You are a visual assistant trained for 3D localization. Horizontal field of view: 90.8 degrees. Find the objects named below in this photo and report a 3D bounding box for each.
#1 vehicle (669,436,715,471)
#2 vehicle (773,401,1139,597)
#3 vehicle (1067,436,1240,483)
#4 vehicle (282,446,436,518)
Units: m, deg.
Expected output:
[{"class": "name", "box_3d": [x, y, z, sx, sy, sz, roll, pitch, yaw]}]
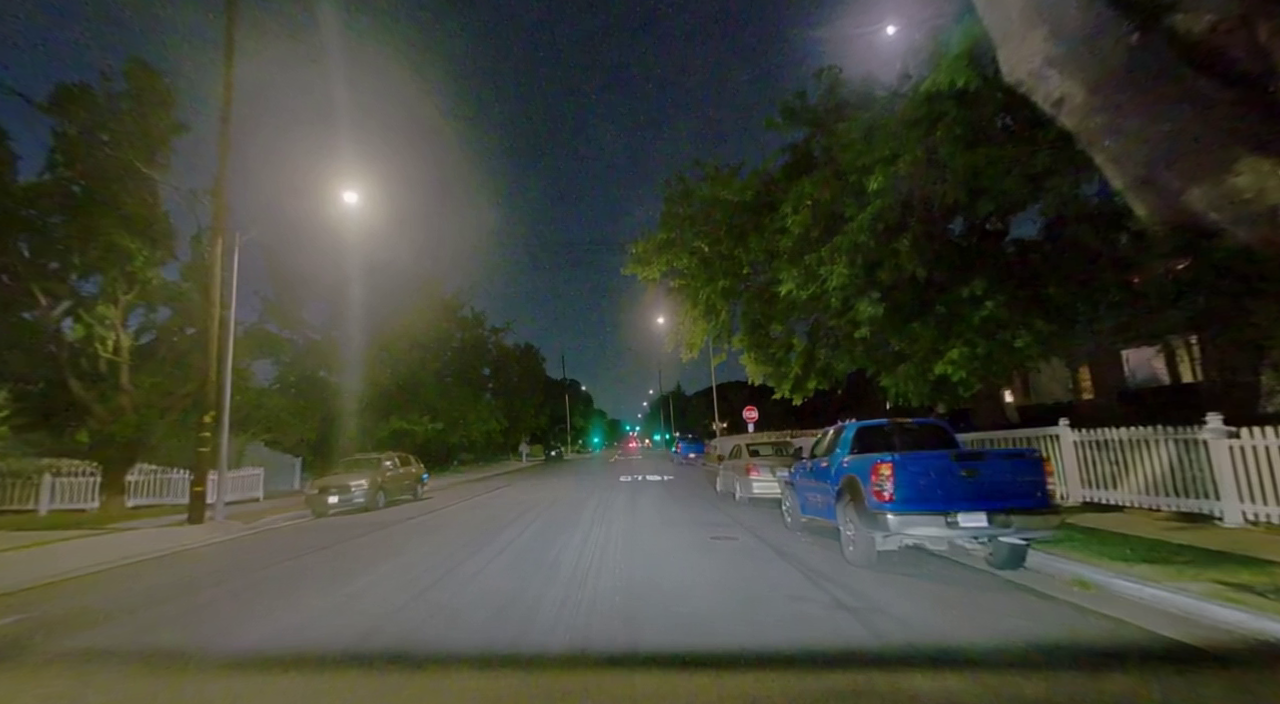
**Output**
[{"class": "vehicle", "box_3d": [2.811, 5.649, 35.220, 2.126, 1.795, 4.751, 0, -9, -1]}, {"class": "vehicle", "box_3d": [3.287, 1.631, 7.884, 2.080, 1.706, 4.449, 0, -9, -3]}, {"class": "vehicle", "box_3d": [15.817, 3.321, 19.623, 3.814, 1.370, 1.728, 0, -9, 0]}, {"class": "vehicle", "box_3d": [-7.147, 3.308, 16.654, 2.125, 1.623, 4.207, 0, -9, -1]}]
